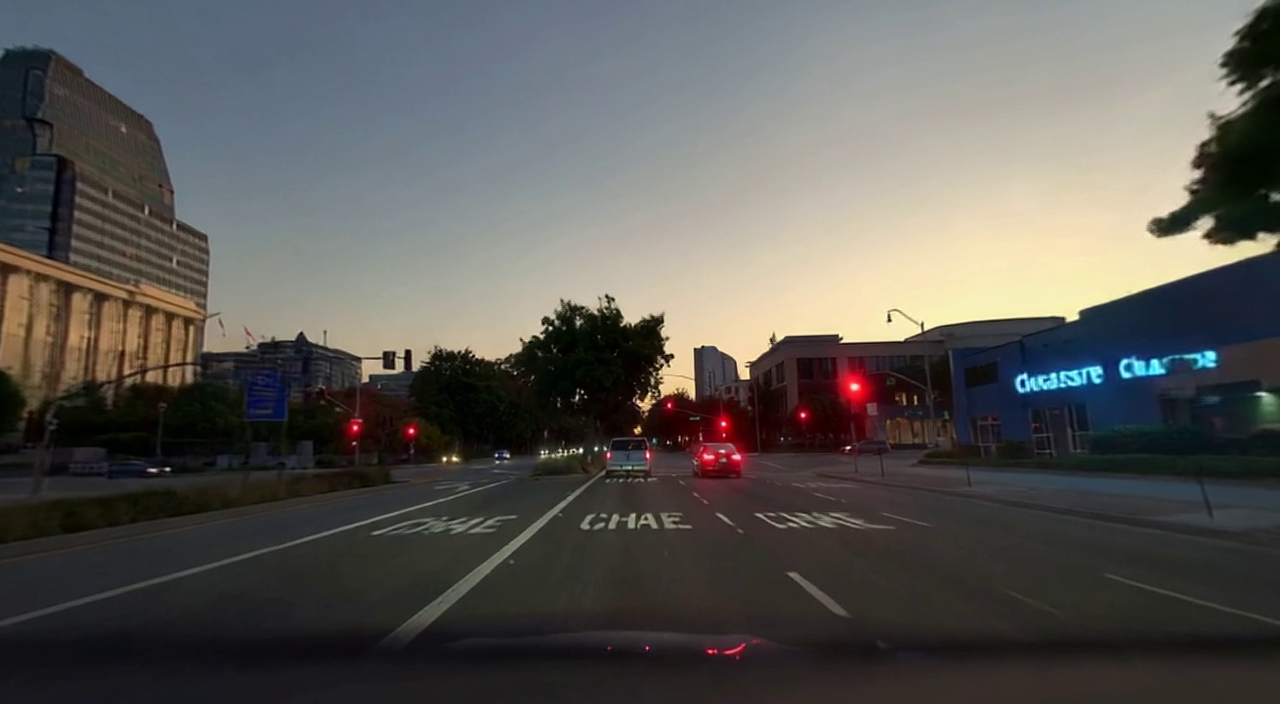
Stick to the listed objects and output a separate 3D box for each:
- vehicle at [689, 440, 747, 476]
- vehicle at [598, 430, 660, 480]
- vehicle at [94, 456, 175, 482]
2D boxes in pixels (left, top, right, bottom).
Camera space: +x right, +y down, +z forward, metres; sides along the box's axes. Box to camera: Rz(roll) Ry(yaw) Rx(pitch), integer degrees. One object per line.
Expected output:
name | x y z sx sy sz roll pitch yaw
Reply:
vehicle | 3.467 4.823 28.925 2.080 1.472 4.401 0 -9 -1
vehicle | -0.416 4.204 25.979 2.313 1.860 4.319 0 -9 0
vehicle | -39.599 9.138 49.557 4.610 1.691 2.034 -3 -8 -2
